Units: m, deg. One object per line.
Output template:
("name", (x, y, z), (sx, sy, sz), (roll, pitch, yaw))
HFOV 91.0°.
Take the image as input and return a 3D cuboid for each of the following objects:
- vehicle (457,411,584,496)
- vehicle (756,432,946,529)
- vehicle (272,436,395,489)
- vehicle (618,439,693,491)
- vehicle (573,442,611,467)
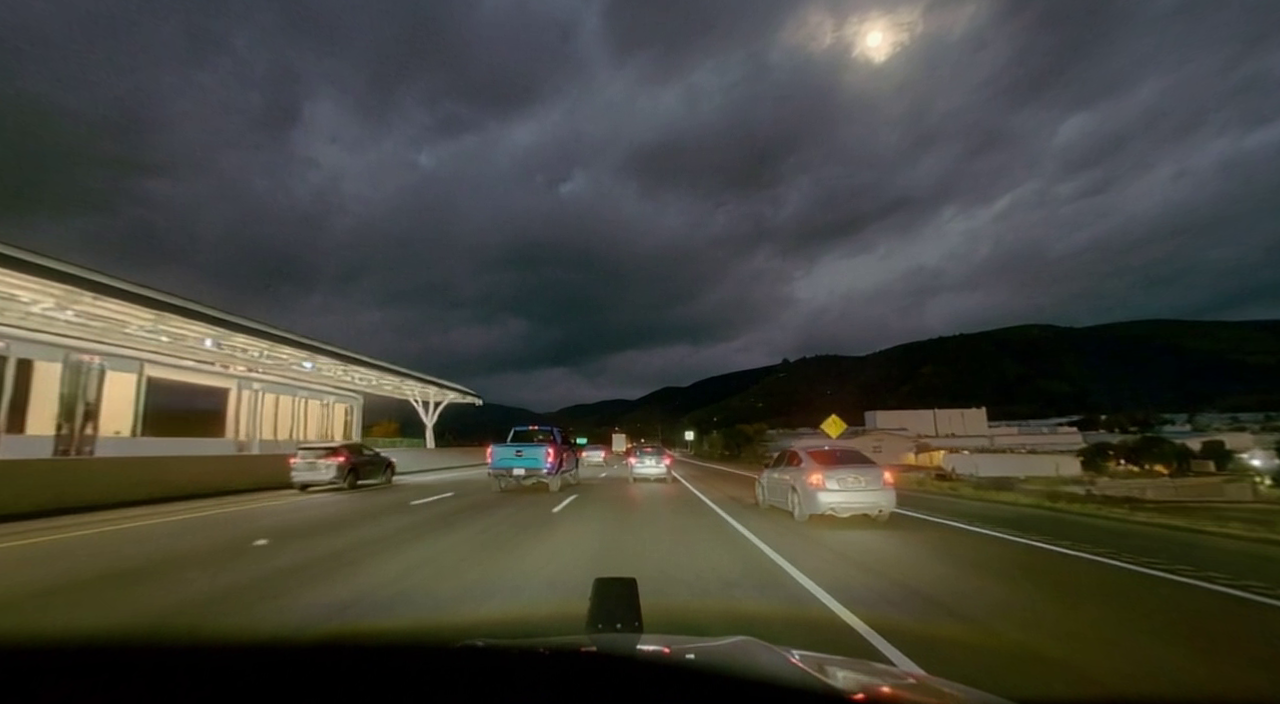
("vehicle", (-3.436, 3.182, 20.043), (2.733, 2.230, 6.820), (0, -8, 0))
("vehicle", (3.775, 2.391, 12.384), (2.023, 1.510, 4.773), (0, -9, -1))
("vehicle", (-10.897, 3.945, 22.857), (2.137, 1.728, 4.665), (0, -8, -1))
("vehicle", (0.417, 3.574, 20.302), (2.171, 1.493, 4.081), (0, -8, -1))
("vehicle", (-3.220, 6.980, 43.057), (2.151, 1.613, 4.786), (0, -8, 1))
